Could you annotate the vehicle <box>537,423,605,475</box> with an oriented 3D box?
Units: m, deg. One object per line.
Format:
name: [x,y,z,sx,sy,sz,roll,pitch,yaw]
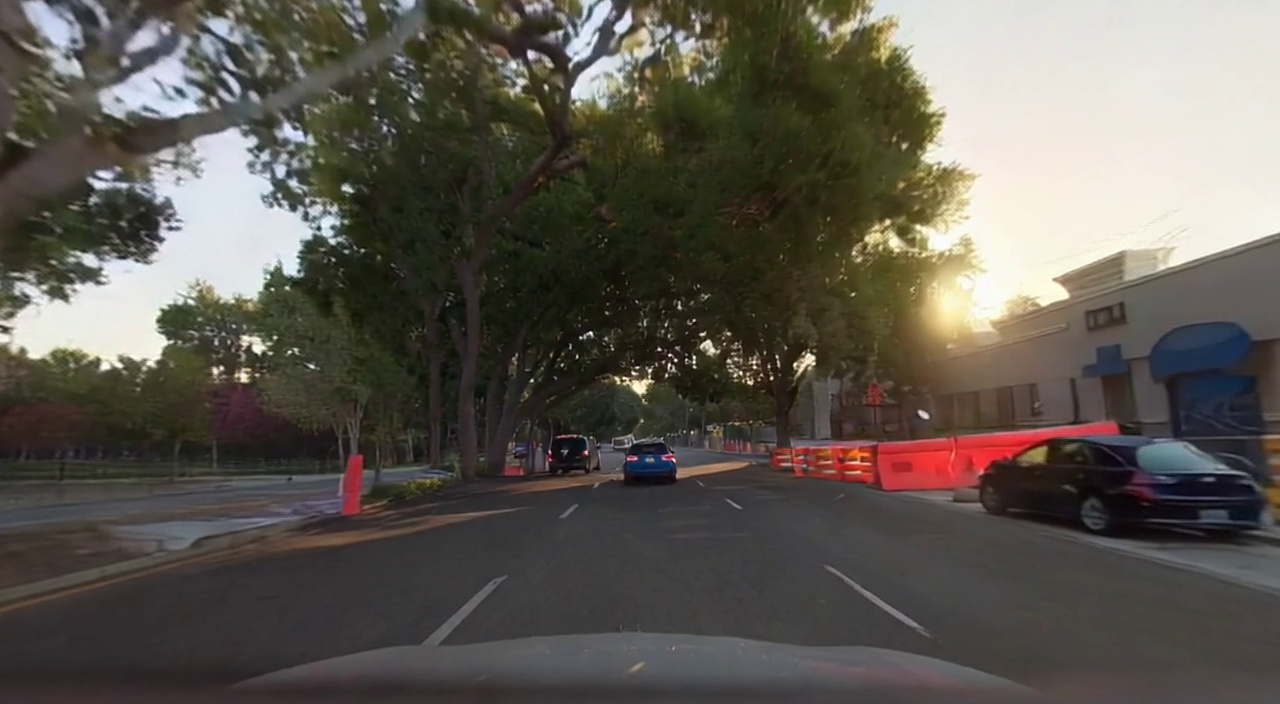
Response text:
vehicle: [-2.926,4.292,28.174,2.357,2.063,5.488,0,-8,1]

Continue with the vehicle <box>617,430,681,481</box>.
vehicle: [0.306,3.850,23.806,2.168,1.725,4.192,0,-8,0]

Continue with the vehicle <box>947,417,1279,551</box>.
vehicle: [6.914,1.880,9.699,2.076,1.535,4.460,0,-9,-1]
